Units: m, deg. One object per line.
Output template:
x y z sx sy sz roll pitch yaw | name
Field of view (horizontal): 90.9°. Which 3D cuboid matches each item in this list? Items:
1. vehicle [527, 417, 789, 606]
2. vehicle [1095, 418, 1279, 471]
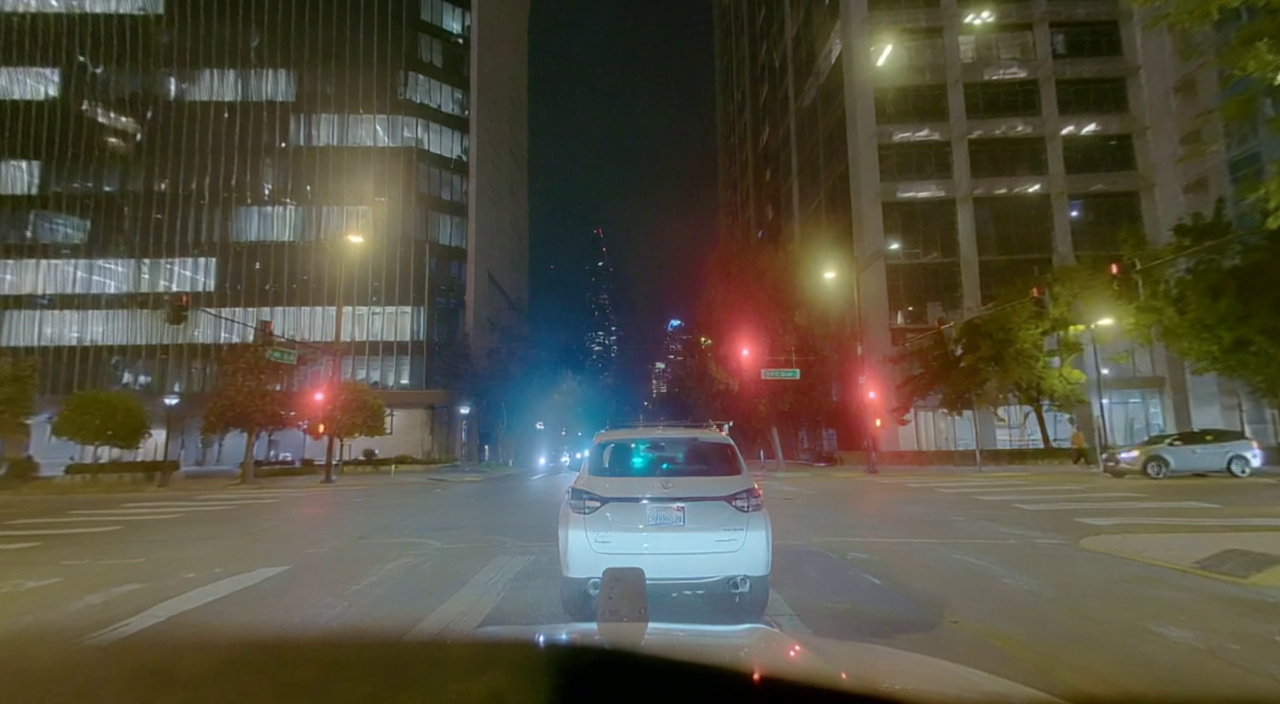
-0.149 1.643 7.494 1.893 1.532 4.145 2 -9 -16 | vehicle
19.157 3.261 22.220 4.675 1.772 1.945 0 -8 0 | vehicle
